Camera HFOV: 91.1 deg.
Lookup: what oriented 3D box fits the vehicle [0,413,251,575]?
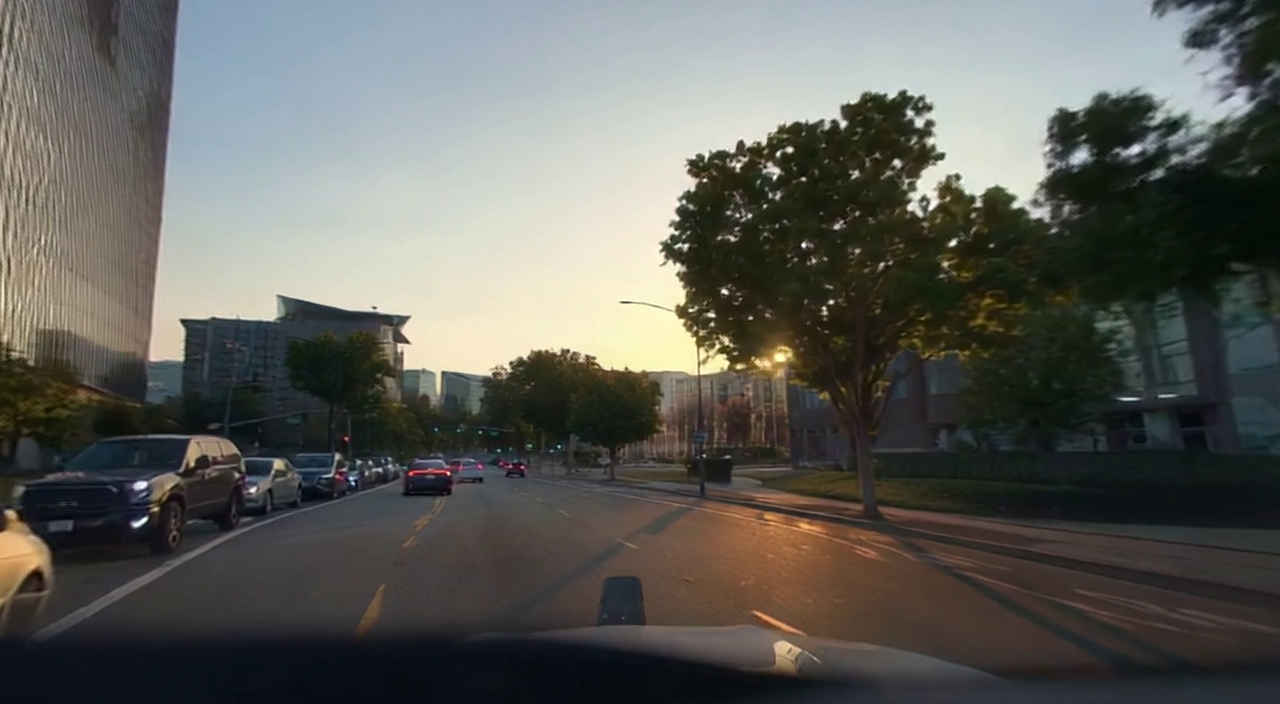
[{"bbox_3d":[-8.393,2.215,10.614,2.142,2.061,4.750,4,-10,-21],"label":"vehicle"}]

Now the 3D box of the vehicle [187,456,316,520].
[{"bbox_3d":[-10.915,3.775,18.094,1.868,1.514,4.870,3,-9,-16],"label":"vehicle"}]

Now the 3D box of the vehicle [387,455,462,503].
[{"bbox_3d":[-8.191,4.651,23.568,2.205,1.537,4.895,4,-10,-23],"label":"vehicle"}]

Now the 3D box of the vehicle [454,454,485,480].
[{"bbox_3d":[-12.841,8.586,47.104,2.102,1.815,4.716,3,-9,-16],"label":"vehicle"}]

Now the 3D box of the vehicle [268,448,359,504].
[{"bbox_3d":[-12.434,4.680,24.253,2.142,1.834,4.588,1,-9,-15],"label":"vehicle"}]
